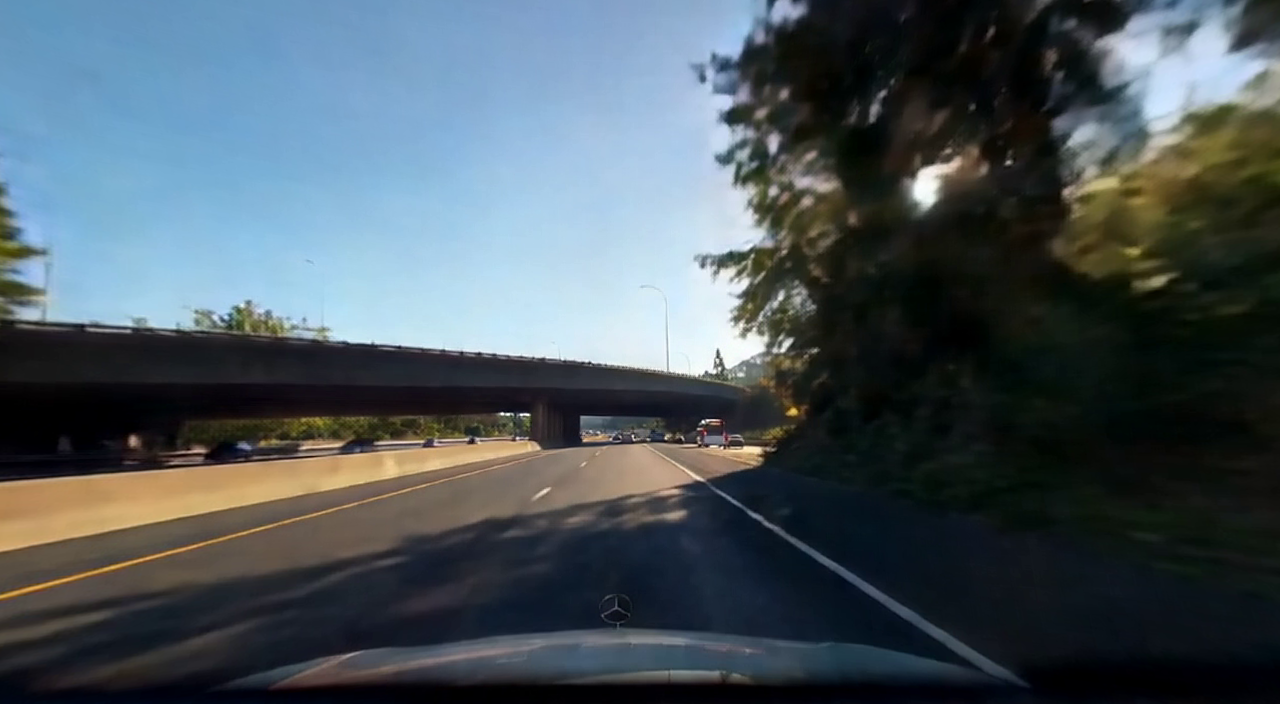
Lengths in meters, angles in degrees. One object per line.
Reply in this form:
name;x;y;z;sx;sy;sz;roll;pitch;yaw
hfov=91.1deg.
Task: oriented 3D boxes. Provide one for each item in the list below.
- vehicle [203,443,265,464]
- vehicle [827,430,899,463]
vehicle;-31.150;7.766;48.376;1.807;1.517;4.196;-1;-8;3
vehicle;10.396;4.419;29.562;1.880;1.460;3.770;0;-8;-2
